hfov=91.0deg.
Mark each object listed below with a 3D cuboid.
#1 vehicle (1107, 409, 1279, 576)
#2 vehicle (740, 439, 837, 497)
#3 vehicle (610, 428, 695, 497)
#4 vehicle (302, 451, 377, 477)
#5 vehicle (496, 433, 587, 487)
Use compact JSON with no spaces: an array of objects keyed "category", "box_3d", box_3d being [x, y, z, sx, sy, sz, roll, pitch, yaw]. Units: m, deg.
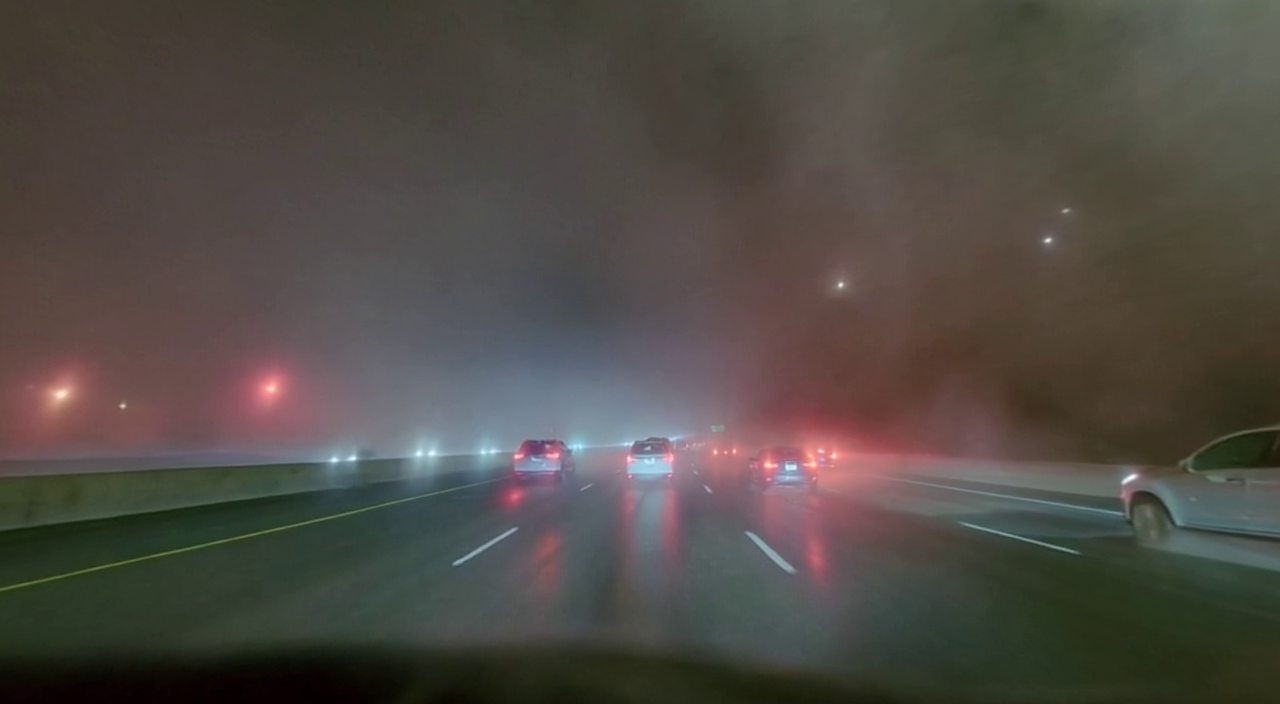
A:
[{"category":"vehicle","box_3d":[7.409,1.393,6.167,2.028,1.657,4.823,0,-9,1]},{"category":"vehicle","box_3d":[4.347,3.452,19.172,1.999,1.514,4.338,0,-9,2]},{"category":"vehicle","box_3d":[0.393,3.134,18.184,2.181,1.728,3.970,0,-9,2]},{"category":"vehicle","box_3d":[-19.233,7.176,40.639,2.130,1.523,4.922,0,-9,4]},{"category":"vehicle","box_3d":[-3.269,3.725,21.942,2.128,1.627,4.697,0,-9,3]}]
